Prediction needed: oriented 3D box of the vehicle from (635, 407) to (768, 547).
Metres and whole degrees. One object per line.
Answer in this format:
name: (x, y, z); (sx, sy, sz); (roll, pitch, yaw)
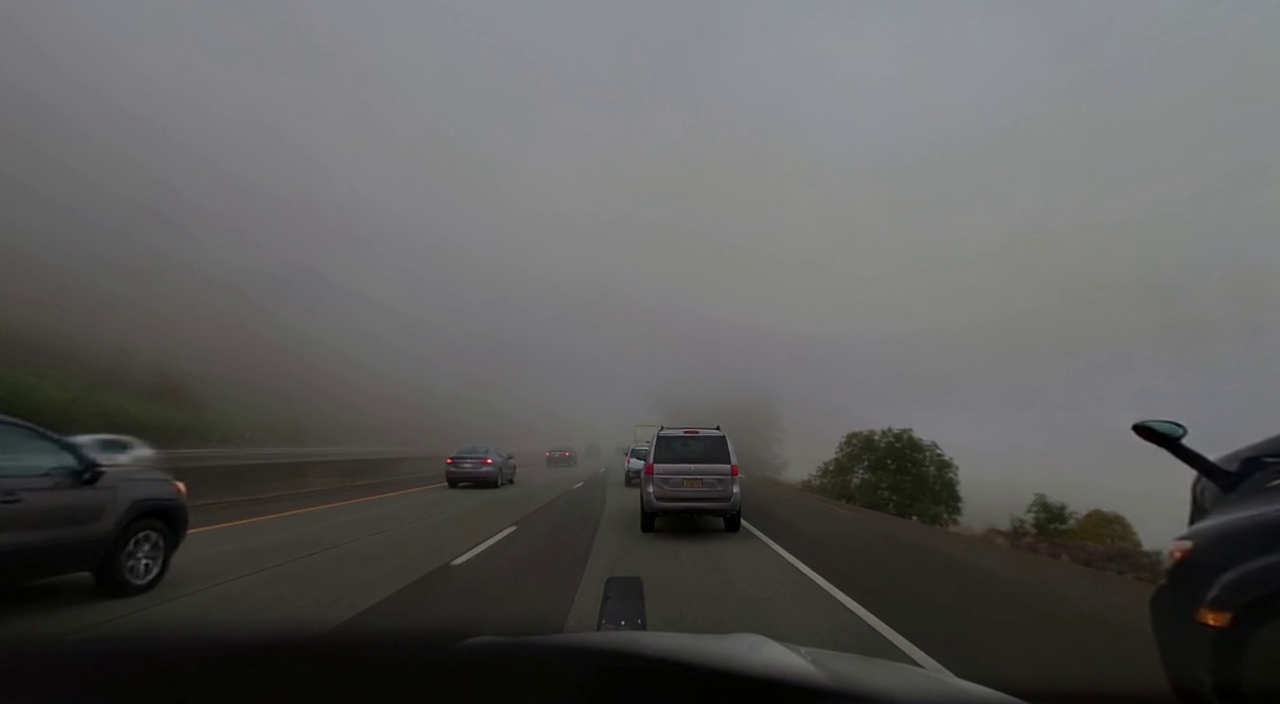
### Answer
vehicle: (0.836, 2.023, 10.742); (1.825, 1.920, 3.960); (0, -9, 0)

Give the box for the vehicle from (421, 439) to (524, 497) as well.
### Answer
vehicle: (-4.706, 3.310, 18.318); (1.867, 1.489, 3.829); (0, -9, 1)

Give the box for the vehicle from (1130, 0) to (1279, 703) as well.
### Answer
vehicle: (3.717, -0.190, 1.091); (2.141, 3.473, 4.217); (0, -9, 1)

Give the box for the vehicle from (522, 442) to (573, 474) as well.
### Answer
vehicle: (-4.649, 5.407, 32.354); (1.855, 1.527, 4.209); (0, -9, 2)

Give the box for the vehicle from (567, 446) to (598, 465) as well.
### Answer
vehicle: (-4.331, 7.863, 47.981); (1.857, 1.423, 3.920); (0, -9, 1)

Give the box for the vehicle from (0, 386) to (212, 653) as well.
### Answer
vehicle: (-4.946, 1.001, 3.629); (1.934, 1.642, 4.201); (0, -9, 1)
